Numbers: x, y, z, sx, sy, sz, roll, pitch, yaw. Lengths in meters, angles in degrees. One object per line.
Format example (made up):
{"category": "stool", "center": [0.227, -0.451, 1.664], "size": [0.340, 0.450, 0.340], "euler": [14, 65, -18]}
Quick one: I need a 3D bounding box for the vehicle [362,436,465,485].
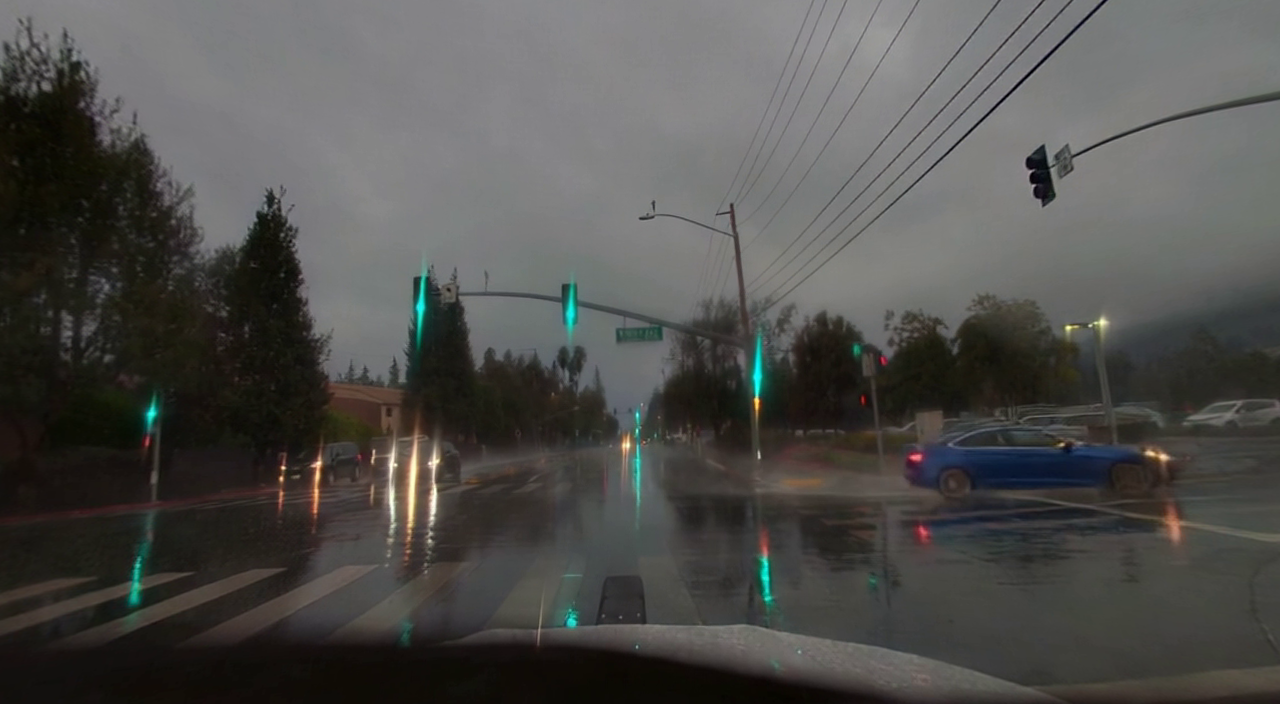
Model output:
{"category": "vehicle", "center": [-10.153, 4.925, 28.986], "size": [2.664, 1.940, 5.702], "euler": [-2, -9, 0]}

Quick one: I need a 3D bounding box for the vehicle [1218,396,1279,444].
{"category": "vehicle", "center": [26.551, 3.002, 27.098], "size": [4.861, 1.857, 2.098], "euler": [8, -12, -44]}

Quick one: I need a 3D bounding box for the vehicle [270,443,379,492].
{"category": "vehicle", "center": [-13.793, 5.058, 28.057], "size": [2.306, 1.957, 4.968], "euler": [0, -9, -1]}

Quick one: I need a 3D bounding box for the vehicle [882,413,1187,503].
{"category": "vehicle", "center": [7.287, 2.028, 12.314], "size": [4.592, 1.470, 2.071], "euler": [-4, -10, 25]}
